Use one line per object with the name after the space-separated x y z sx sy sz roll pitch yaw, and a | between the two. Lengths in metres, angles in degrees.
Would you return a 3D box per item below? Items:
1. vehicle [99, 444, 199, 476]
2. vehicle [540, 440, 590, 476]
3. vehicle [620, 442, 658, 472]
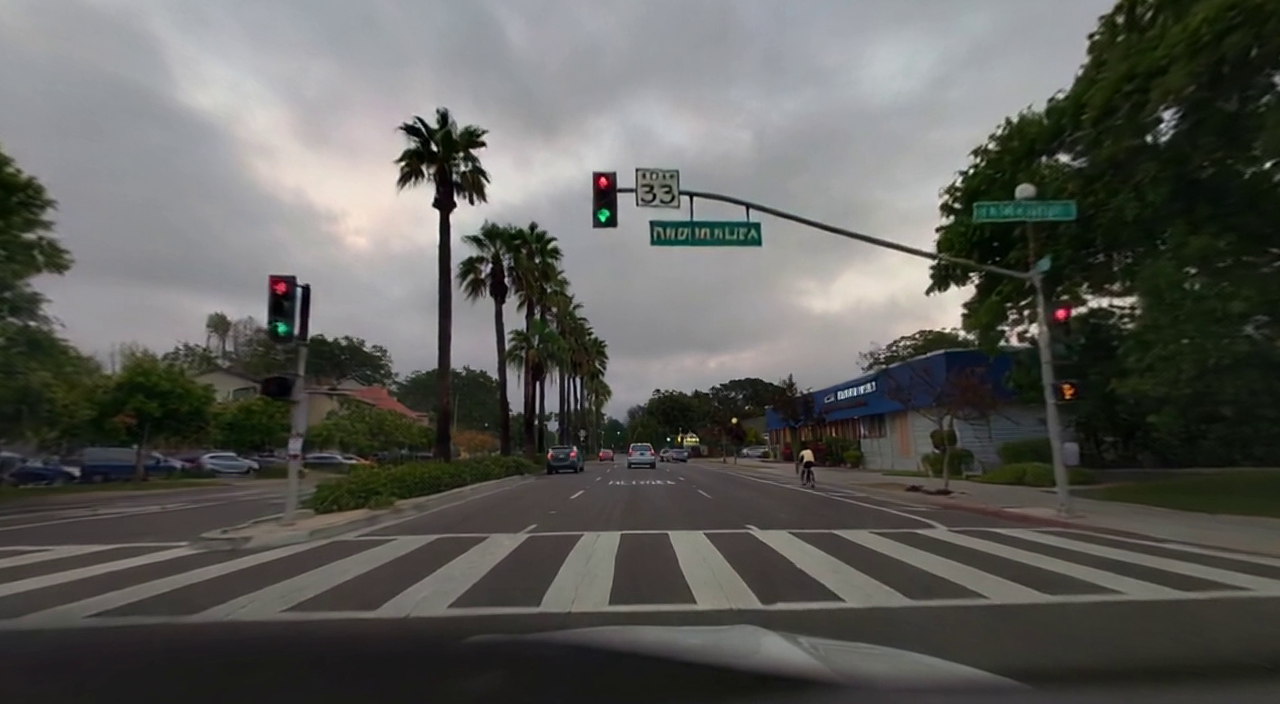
-34.427 7.576 44.409 5.109 2.014 2.269 -2 -10 2 | vehicle
-3.922 5.619 33.701 2.071 1.744 4.500 0 -9 1 | vehicle
-0.108 6.062 36.588 2.102 1.653 3.698 0 -9 -1 | vehicle
